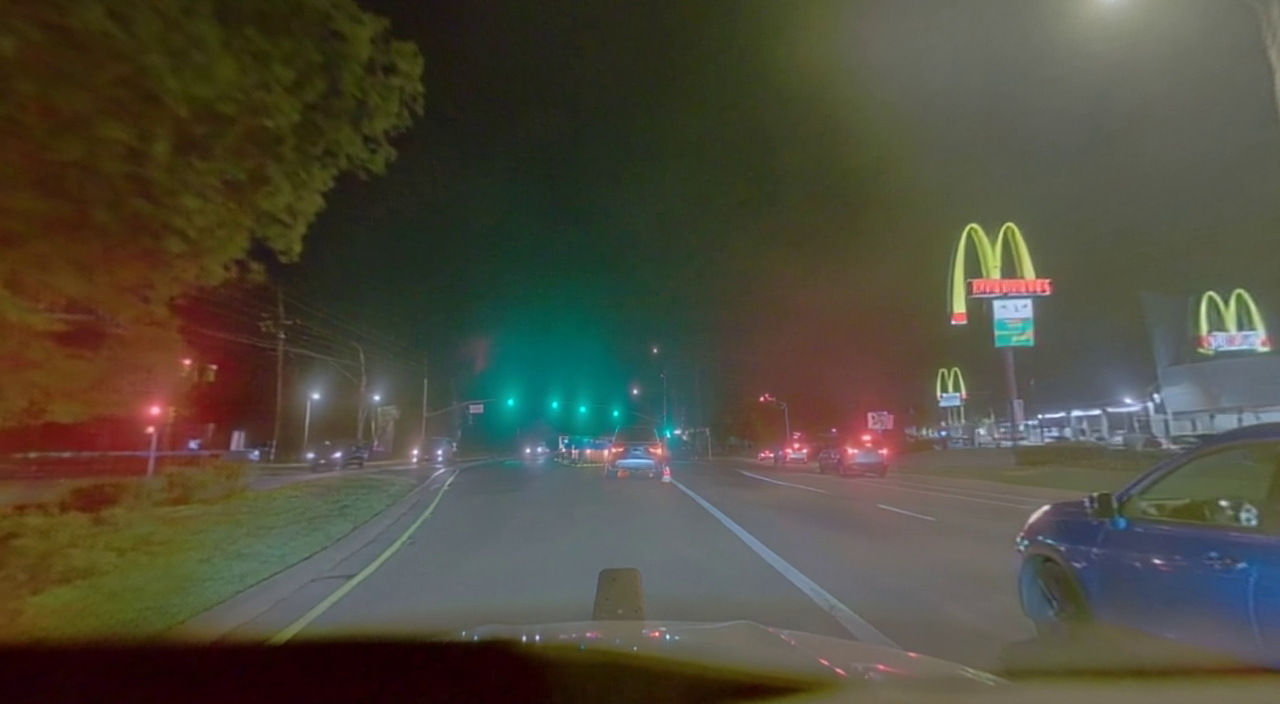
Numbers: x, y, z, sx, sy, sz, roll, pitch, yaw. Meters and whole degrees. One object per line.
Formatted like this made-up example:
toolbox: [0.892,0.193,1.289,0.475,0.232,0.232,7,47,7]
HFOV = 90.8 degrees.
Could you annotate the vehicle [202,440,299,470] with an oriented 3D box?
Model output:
vehicle: [-27.381,7.242,44.526,5.258,1.970,2.363,-1,-9,3]

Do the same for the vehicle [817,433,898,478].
vehicle: [9.267,4.447,27.293,1.977,1.786,4.344,0,-8,1]

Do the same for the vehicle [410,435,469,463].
vehicle: [-14.285,6.949,45.396,2.311,1.849,4.889,-1,-8,4]

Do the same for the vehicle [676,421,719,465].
vehicle: [3.578,5.750,40.127,2.239,2.586,4.586,1,-8,-1]

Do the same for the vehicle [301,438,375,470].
vehicle: [-18.600,6.299,39.211,2.050,1.797,4.945,0,-8,1]

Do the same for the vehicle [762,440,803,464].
vehicle: [9.603,6.793,42.912,1.879,1.517,4.006,0,-8,0]

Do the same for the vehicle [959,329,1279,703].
vehicle: [3.381,0.784,2.316,2.076,1.716,4.416,0,-8,0]

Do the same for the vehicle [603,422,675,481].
vehicle: [-0.077,3.642,23.234,2.402,1.938,4.535,0,-8,-1]
